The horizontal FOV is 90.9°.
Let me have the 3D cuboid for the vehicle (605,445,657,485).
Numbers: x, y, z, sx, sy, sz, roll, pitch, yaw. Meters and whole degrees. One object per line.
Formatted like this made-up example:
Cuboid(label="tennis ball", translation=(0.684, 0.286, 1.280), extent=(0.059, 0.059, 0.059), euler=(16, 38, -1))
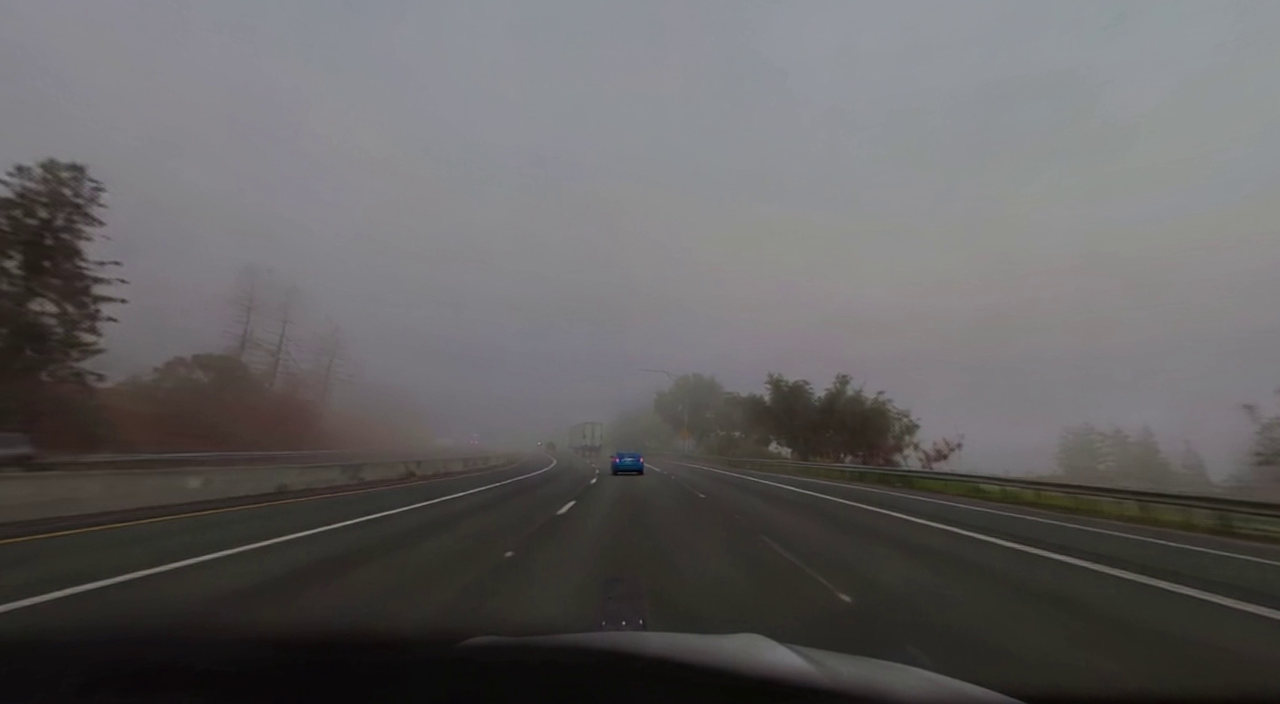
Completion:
Cuboid(label="vehicle", translation=(-0.428, 4.754, 26.863), extent=(2.042, 1.528, 4.300), euler=(0, -8, -2))
